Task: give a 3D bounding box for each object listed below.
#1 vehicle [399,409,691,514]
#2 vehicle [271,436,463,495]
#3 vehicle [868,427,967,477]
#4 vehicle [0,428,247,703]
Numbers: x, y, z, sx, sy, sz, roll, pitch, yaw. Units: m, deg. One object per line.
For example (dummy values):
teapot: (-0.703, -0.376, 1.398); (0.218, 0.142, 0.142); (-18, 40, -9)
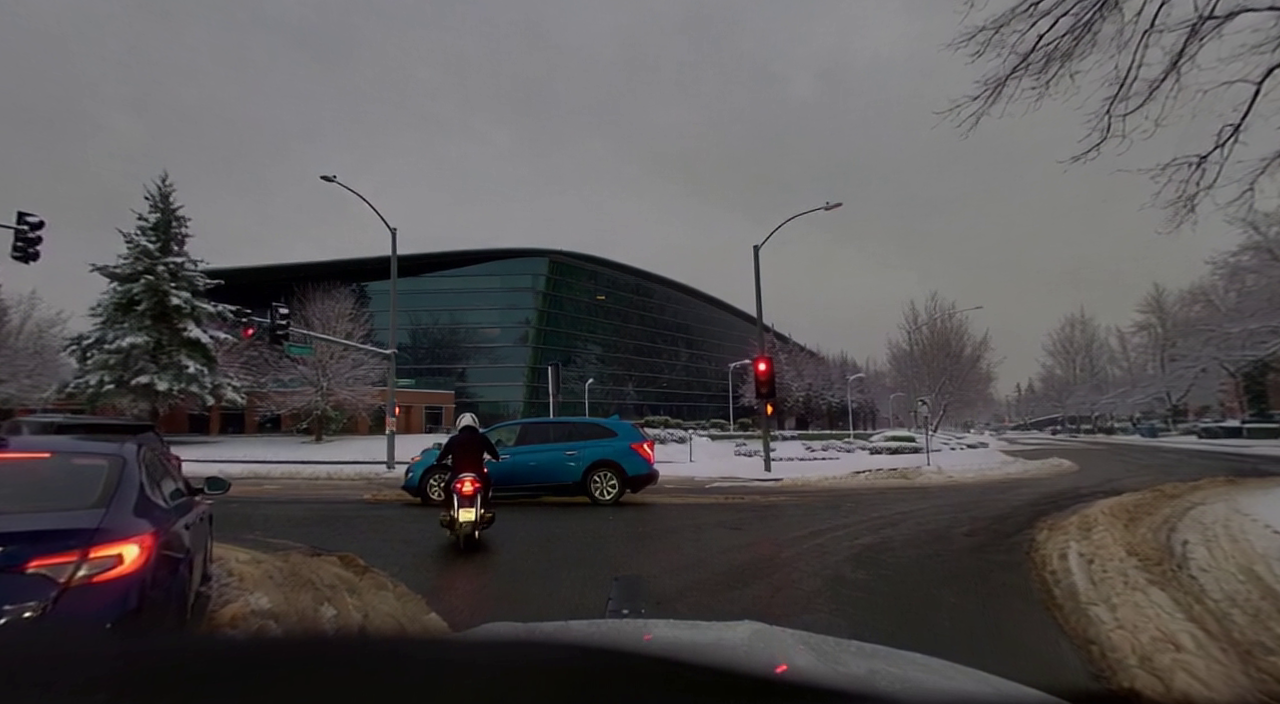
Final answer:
vehicle: (-2.059, 2.320, 13.867); (5.833, 1.960, 2.341); (2, -9, -16)
vehicle: (-7.373, 3.100, 17.352); (4.401, 1.480, 1.864); (-1, -8, 3)
vehicle: (10.346, 3.659, 23.320); (2.084, 1.656, 4.583); (-7, -11, 38)
vehicle: (-4.142, 1.306, 4.370); (2.009, 1.450, 4.182); (5, -10, -36)
